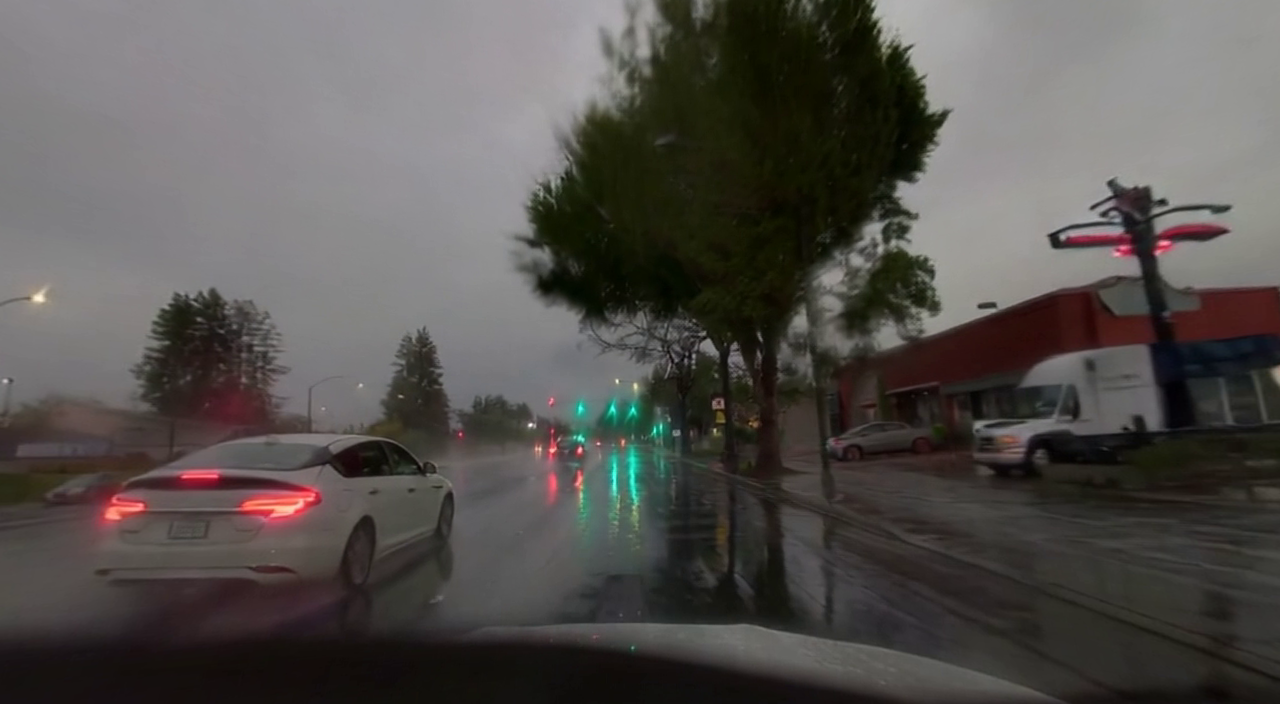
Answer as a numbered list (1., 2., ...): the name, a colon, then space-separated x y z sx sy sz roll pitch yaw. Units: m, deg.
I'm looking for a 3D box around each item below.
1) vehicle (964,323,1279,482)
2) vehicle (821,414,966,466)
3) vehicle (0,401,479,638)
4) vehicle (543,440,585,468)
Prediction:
1. vehicle: 12.138 1.292 15.680 6.427 3.417 2.845 -1 -8 -2
2. vehicle: 10.550 3.712 26.595 5.130 1.902 2.056 -1 -9 -3
3. vehicle: -3.414 1.522 6.794 2.126 1.655 4.560 0 -9 0
4. vehicle: -4.165 5.716 35.417 1.955 1.461 4.396 0 -9 -2
